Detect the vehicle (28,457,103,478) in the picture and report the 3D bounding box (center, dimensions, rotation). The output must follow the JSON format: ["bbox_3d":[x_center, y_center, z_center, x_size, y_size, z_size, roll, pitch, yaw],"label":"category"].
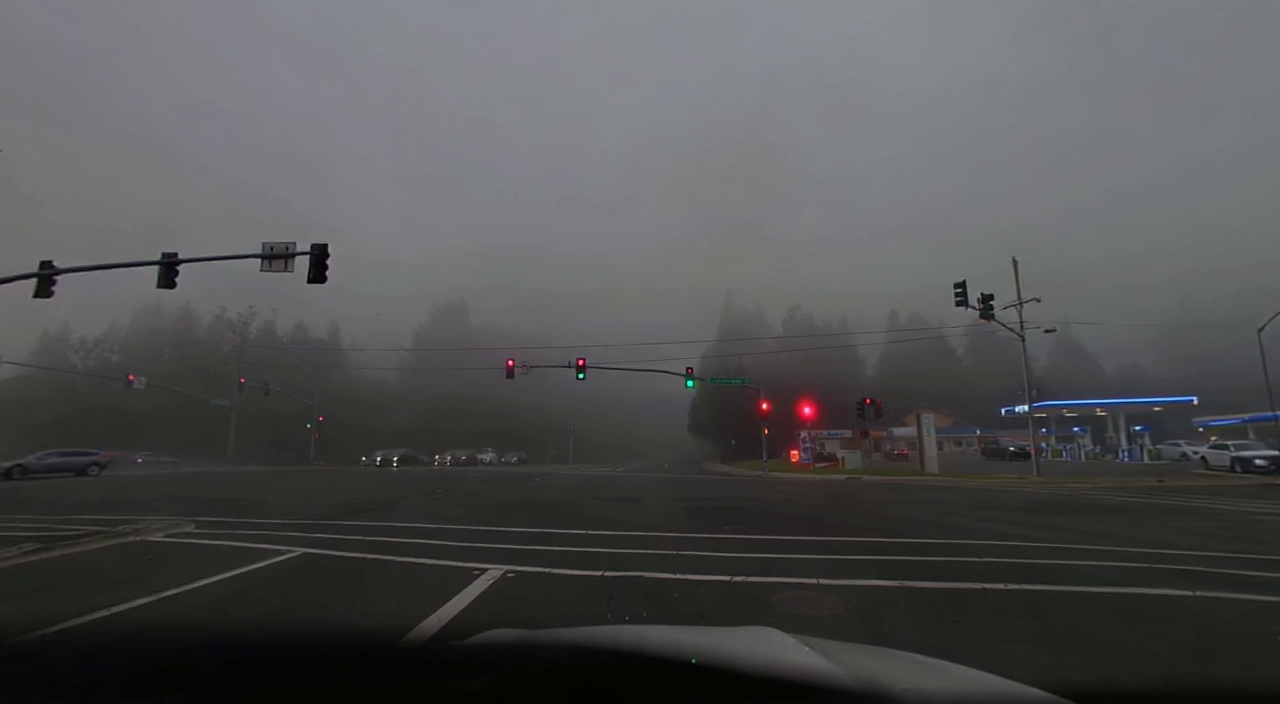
[{"bbox_3d":[-42.308,8.481,46.447,4.465,1.469,1.971,-3,-9,17],"label":"vehicle"}]

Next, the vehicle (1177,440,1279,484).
[{"bbox_3d":[22.089,3.785,21.843,4.716,1.455,2.060,-3,-9,17],"label":"vehicle"}]
